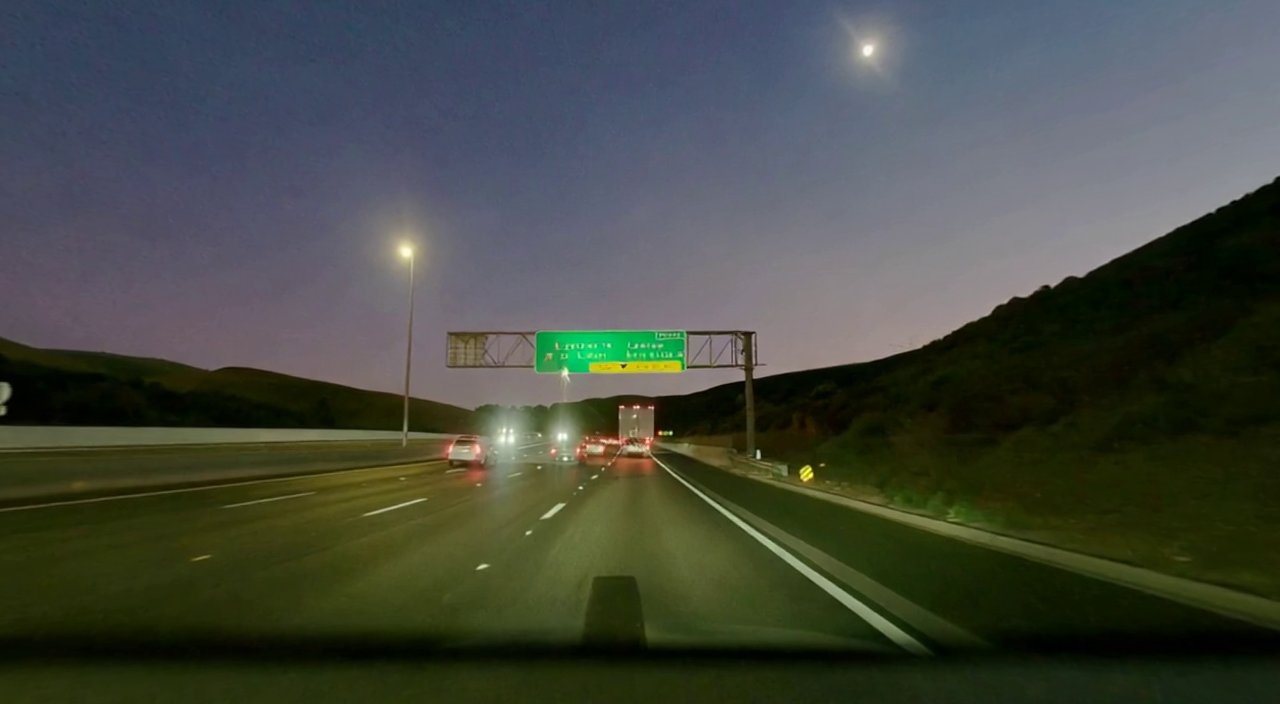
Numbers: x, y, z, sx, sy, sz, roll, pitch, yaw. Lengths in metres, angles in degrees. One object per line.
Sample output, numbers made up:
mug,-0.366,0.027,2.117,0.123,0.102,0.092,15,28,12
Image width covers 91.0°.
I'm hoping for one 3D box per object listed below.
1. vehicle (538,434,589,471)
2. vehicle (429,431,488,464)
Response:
vehicle,-3.894,5.227,32.828,2.053,1.746,4.508,0,-9,0
vehicle,-10.302,5.481,36.138,1.958,1.758,4.684,0,-9,0
